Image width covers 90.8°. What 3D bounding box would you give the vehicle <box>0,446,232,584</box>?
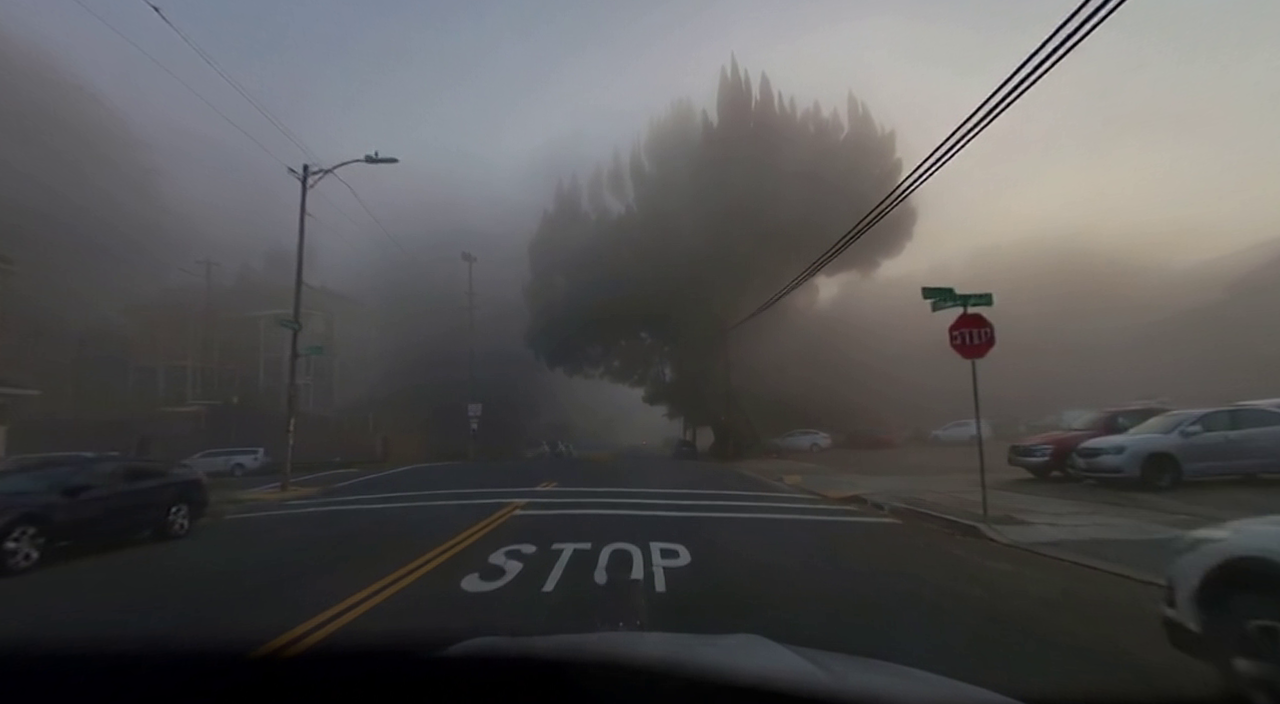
[{"bbox_3d":[-8.151,2.107,8.739,2.018,1.493,4.693,-2,-8,-2],"label":"vehicle"}]

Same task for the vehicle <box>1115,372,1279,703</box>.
[{"bbox_3d":[3.718,0.720,1.448,1.976,1.614,4.052,0,-8,-2],"label":"vehicle"}]

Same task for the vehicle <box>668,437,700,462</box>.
[{"bbox_3d":[3.282,7.412,48.030,1.993,1.755,4.256,0,-8,-2],"label":"vehicle"}]

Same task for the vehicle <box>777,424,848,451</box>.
[{"bbox_3d":[11.321,5.620,41.418,4.509,1.664,1.981,6,-10,-34],"label":"vehicle"}]
